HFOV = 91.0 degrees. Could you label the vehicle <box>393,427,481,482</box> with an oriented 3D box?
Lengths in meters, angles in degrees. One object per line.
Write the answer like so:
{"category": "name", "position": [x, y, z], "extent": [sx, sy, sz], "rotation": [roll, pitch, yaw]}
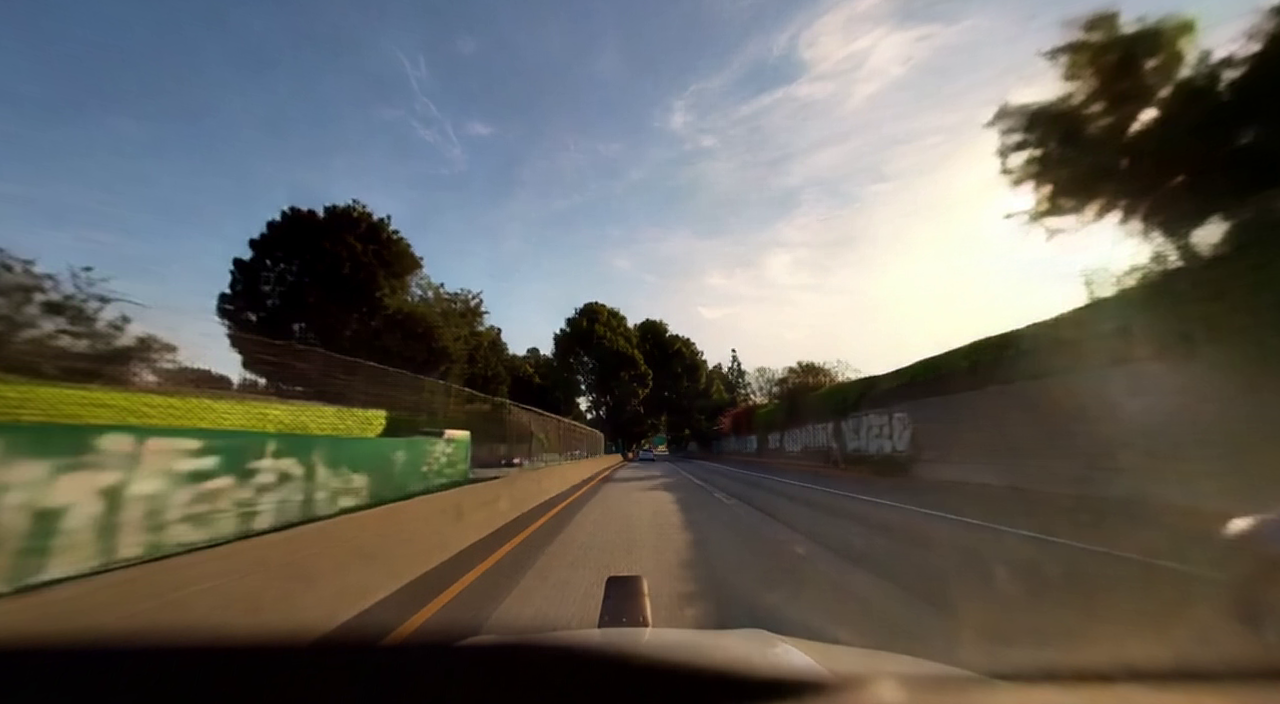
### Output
{"category": "vehicle", "position": [-11.378, 5.800, 36.026], "extent": [2.663, 2.819, 6.467], "rotation": [-1, -9, 2]}
